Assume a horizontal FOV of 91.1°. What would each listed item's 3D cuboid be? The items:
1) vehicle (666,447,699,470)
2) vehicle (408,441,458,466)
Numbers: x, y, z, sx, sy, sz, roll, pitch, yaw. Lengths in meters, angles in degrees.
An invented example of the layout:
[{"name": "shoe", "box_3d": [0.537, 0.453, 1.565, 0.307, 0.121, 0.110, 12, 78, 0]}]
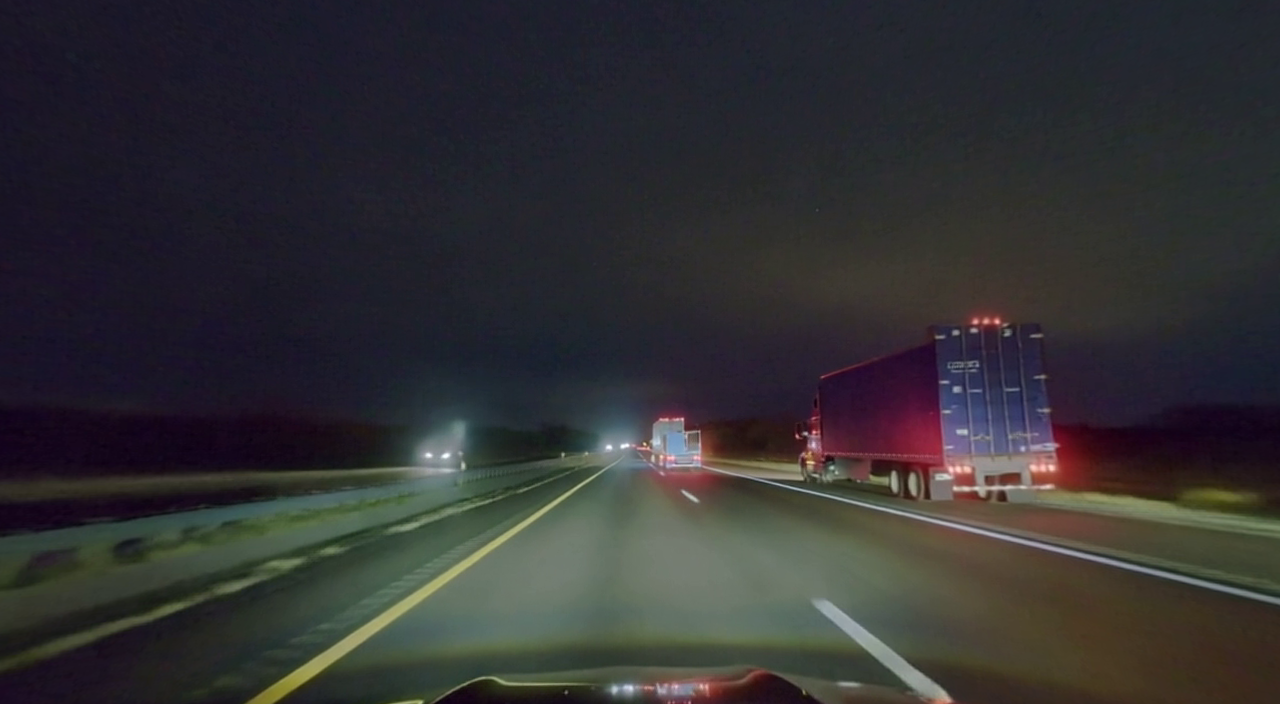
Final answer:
[{"name": "vehicle", "box_3d": [2.882, 7.339, 43.414, 1.836, 1.459, 3.766, 0, -9, -2]}, {"name": "vehicle", "box_3d": [-14.524, 7.139, 44.320, 2.038, 1.644, 4.230, 0, -9, 0]}]
